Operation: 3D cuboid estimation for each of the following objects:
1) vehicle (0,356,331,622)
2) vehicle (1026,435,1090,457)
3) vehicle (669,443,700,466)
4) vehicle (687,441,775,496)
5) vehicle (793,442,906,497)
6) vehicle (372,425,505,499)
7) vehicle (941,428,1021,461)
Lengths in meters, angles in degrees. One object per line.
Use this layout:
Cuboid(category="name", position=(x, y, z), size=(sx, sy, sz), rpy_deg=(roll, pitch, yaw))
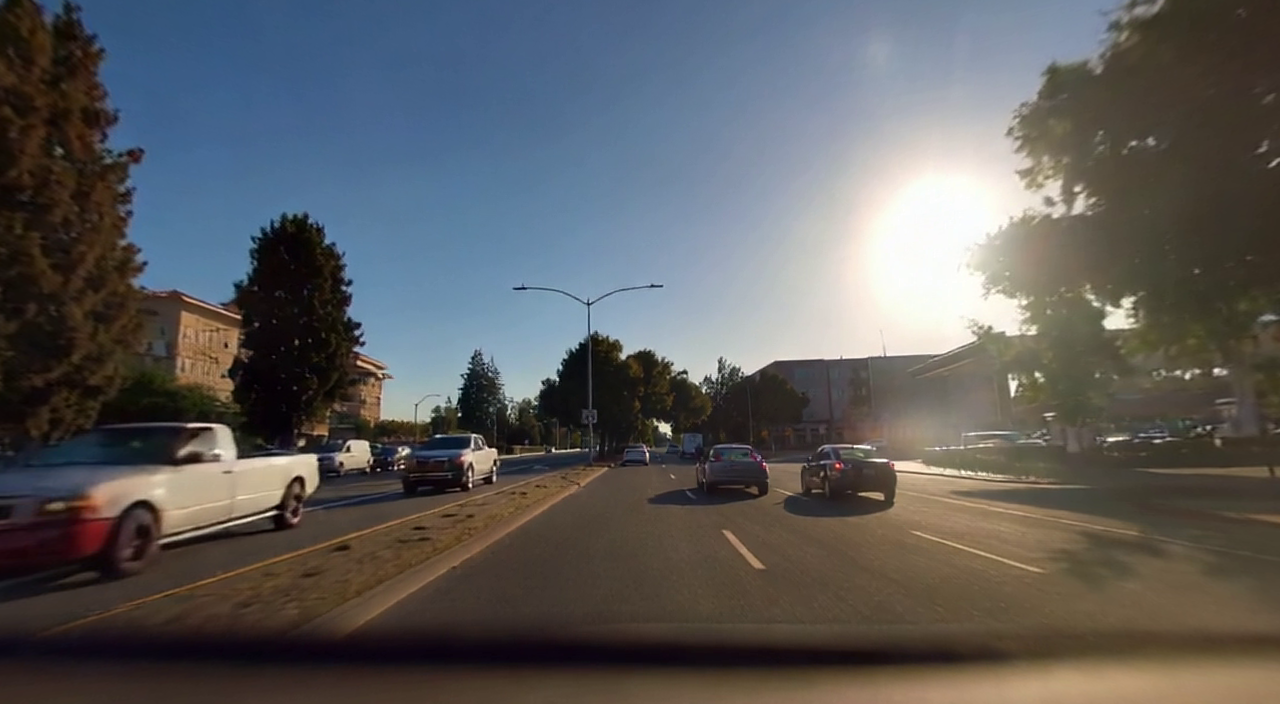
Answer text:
Cuboid(category="vehicle", position=(-5.669, 1.307, 6.704), size=(2.187, 1.868, 5.181), rpy_deg=(-1, -8, -1))
Cuboid(category="vehicle", position=(29.224, 6.584, 44.044), size=(1.933, 1.463, 4.033), rpy_deg=(0, -8, 4))
Cuboid(category="vehicle", position=(3.086, 7.220, 44.345), size=(1.877, 1.502, 3.958), rpy_deg=(0, -8, 0))
Cuboid(category="vehicle", position=(2.668, 3.513, 19.501), size=(1.971, 1.479, 4.493), rpy_deg=(0, -8, -1))
Cuboid(category="vehicle", position=(6.277, 3.531, 19.421), size=(1.918, 1.484, 4.456), rpy_deg=(0, -8, -1))
Cuboid(category="vehicle", position=(-5.496, 3.068, 18.012), size=(2.016, 1.770, 5.300), rpy_deg=(0, -8, 0))
Cuboid(category="vehicle", position=(23.763, 6.507, 44.093), size=(2.152, 2.069, 6.067), rpy_deg=(-1, -8, -1))
